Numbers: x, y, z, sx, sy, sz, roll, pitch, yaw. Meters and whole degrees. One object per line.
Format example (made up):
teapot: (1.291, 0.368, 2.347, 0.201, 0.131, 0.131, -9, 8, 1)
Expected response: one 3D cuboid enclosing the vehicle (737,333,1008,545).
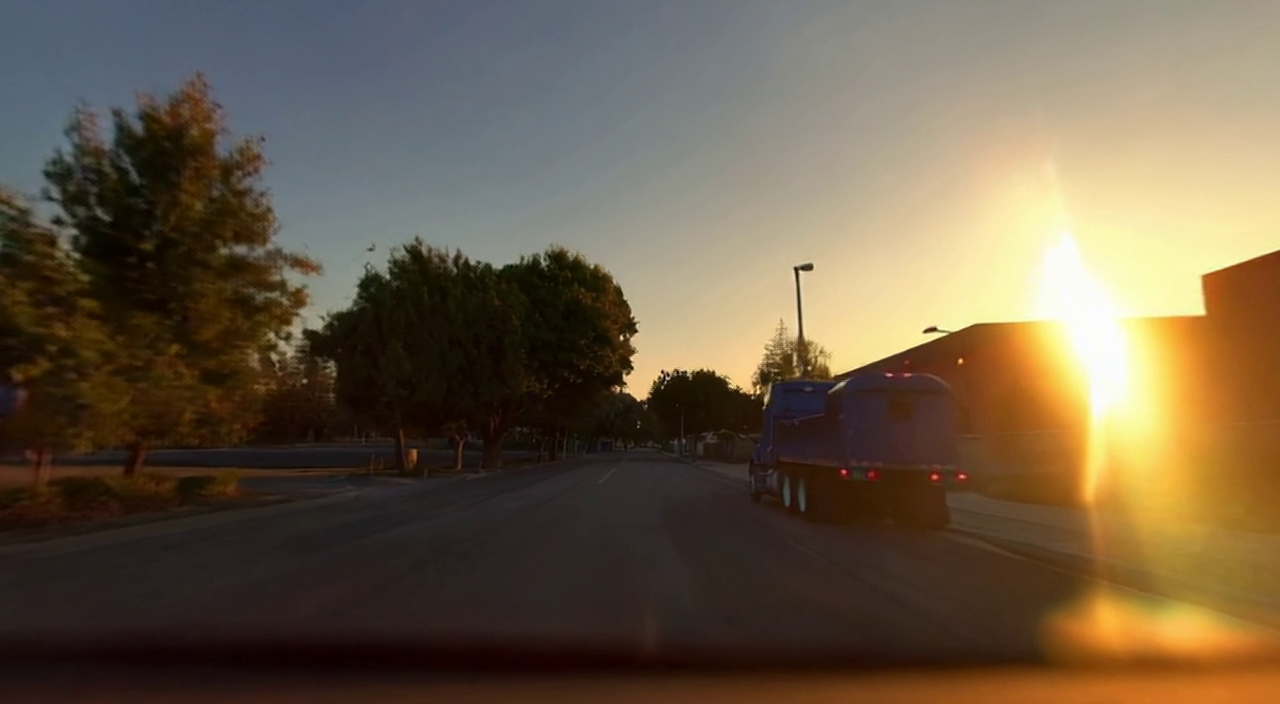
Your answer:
vehicle: (4.097, 1.804, 13.050, 3.019, 3.303, 6.252, 0, -9, -1)
